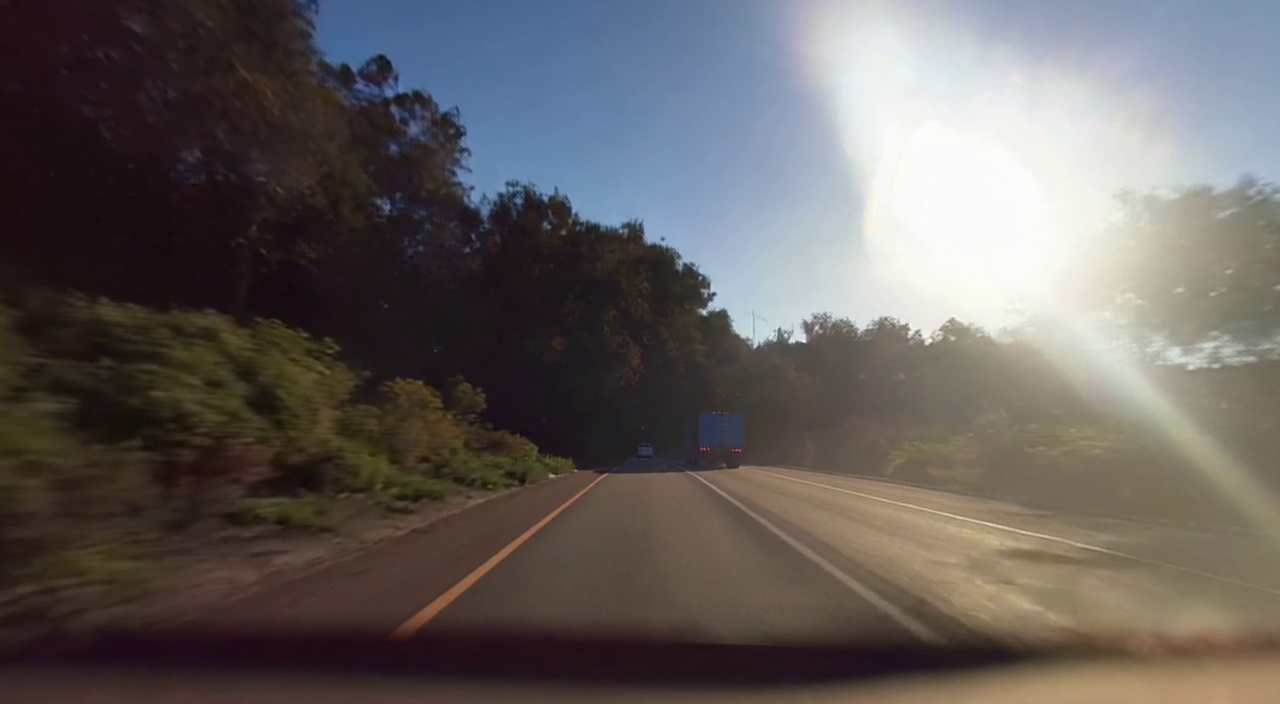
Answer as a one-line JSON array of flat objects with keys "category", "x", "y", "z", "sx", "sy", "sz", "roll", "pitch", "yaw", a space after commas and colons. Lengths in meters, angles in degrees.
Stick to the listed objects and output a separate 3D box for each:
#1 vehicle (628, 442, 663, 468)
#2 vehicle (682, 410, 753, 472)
[{"category": "vehicle", "x": 0.373, "y": 6.624, "z": 40.722, "sx": 2.170, "sy": 1.544, "sz": 4.373, "roll": 0, "pitch": -8, "yaw": 1}, {"category": "vehicle", "x": 4.290, "y": 5.167, "z": 36.544, "sx": 3.015, "sy": 3.211, "sz": 7.982, "roll": 0, "pitch": -8, "yaw": -1}]
